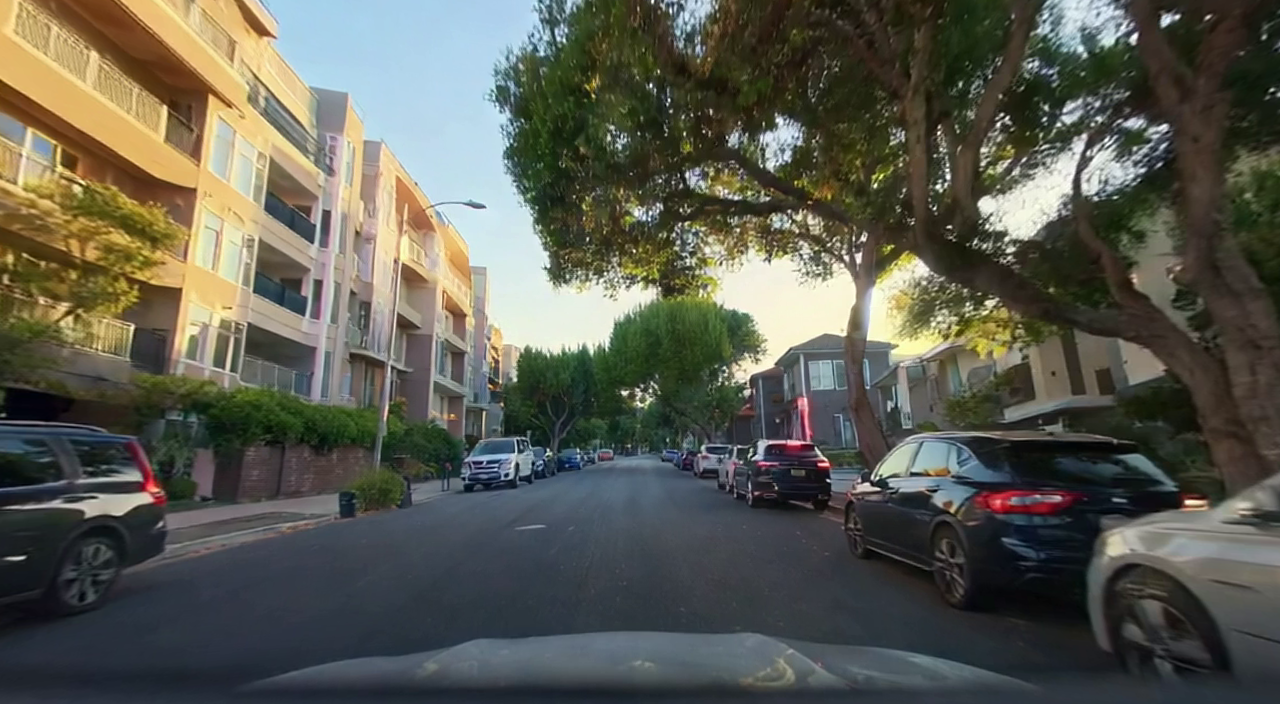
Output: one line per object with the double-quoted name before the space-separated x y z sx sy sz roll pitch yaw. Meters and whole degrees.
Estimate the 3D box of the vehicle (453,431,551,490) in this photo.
"vehicle" -5.554 4.518 26.408 2.596 2.152 5.689 -1 -10 2

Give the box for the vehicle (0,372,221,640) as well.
"vehicle" -5.877 1.061 4.162 2.642 1.880 5.242 -1 -10 0

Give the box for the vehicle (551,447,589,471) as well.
"vehicle" -5.468 8.415 49.833 2.222 1.735 5.215 -1 -8 2

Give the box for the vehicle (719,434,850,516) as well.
"vehicle" 3.518 3.090 16.558 2.216 1.790 5.077 0 -8 0

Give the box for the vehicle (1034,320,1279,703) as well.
"vehicle" 3.686 0.668 1.460 2.208 1.893 5.037 0 -8 -1
